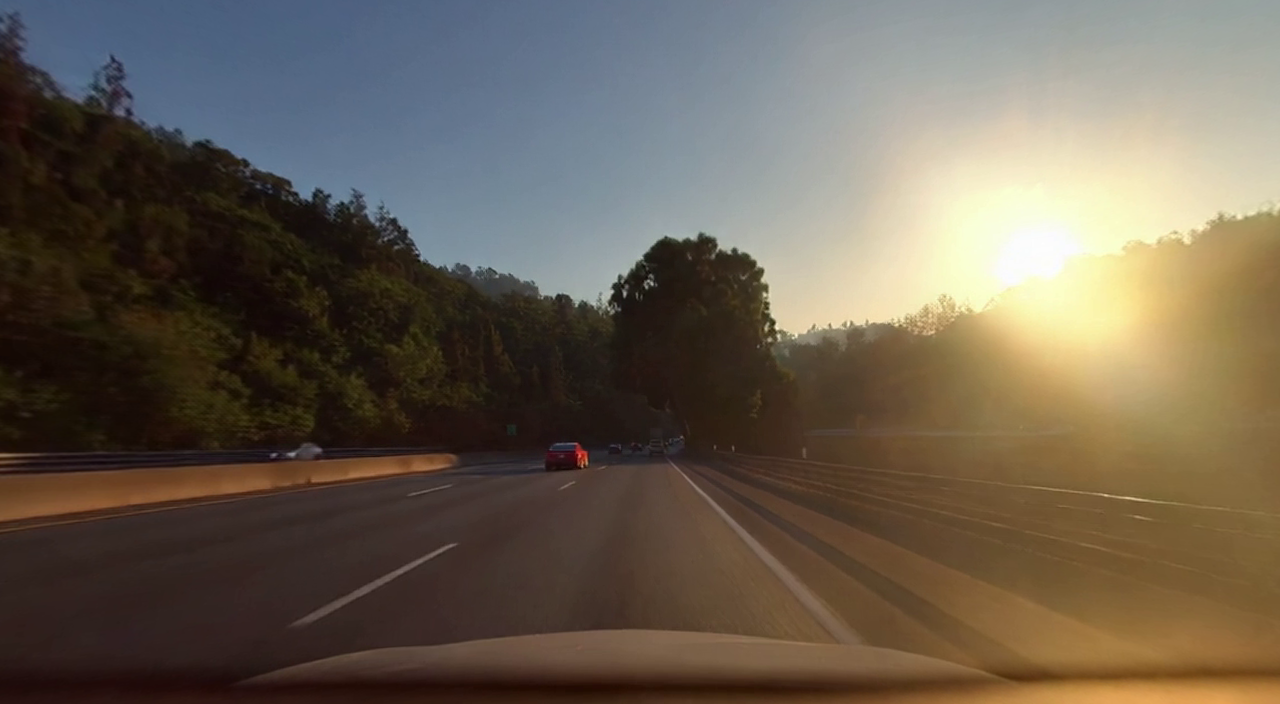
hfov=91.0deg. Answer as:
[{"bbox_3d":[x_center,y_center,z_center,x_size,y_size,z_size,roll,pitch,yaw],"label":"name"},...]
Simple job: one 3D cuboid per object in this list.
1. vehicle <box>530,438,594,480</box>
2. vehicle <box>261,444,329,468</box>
[{"bbox_3d":[-3.061,4.296,25.617,2.015,1.561,4.469,0,-8,0],"label":"vehicle"},{"bbox_3d":[-22.281,6.708,40.828,1.791,1.462,4.451,0,-8,2],"label":"vehicle"}]
